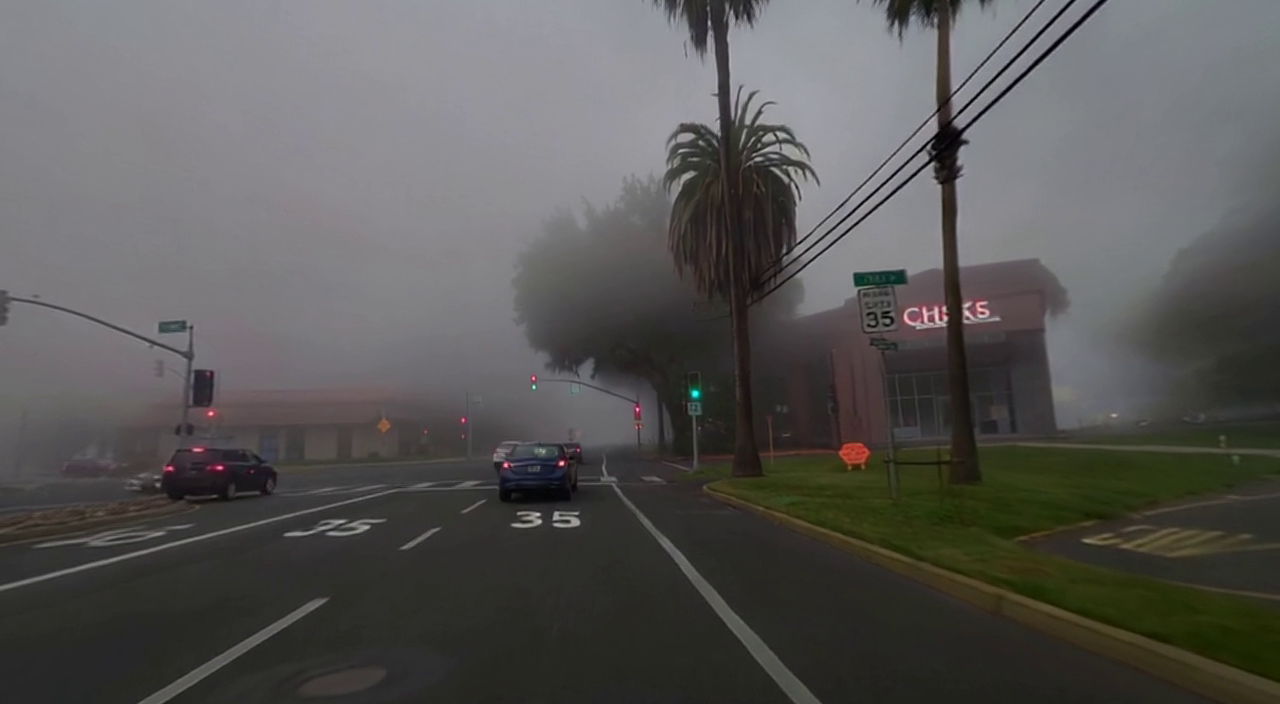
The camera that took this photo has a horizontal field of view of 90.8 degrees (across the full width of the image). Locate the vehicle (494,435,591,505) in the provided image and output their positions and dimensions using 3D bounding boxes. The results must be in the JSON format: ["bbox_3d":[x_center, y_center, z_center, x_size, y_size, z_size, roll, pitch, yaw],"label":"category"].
[{"bbox_3d":[-2.326,2.862,15.814,2.063,1.474,4.334,0,-8,-6],"label":"vehicle"}]

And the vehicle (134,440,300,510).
[{"bbox_3d":[-12.492,3.614,19.156,2.050,1.811,4.752,0,-8,-5],"label":"vehicle"}]
